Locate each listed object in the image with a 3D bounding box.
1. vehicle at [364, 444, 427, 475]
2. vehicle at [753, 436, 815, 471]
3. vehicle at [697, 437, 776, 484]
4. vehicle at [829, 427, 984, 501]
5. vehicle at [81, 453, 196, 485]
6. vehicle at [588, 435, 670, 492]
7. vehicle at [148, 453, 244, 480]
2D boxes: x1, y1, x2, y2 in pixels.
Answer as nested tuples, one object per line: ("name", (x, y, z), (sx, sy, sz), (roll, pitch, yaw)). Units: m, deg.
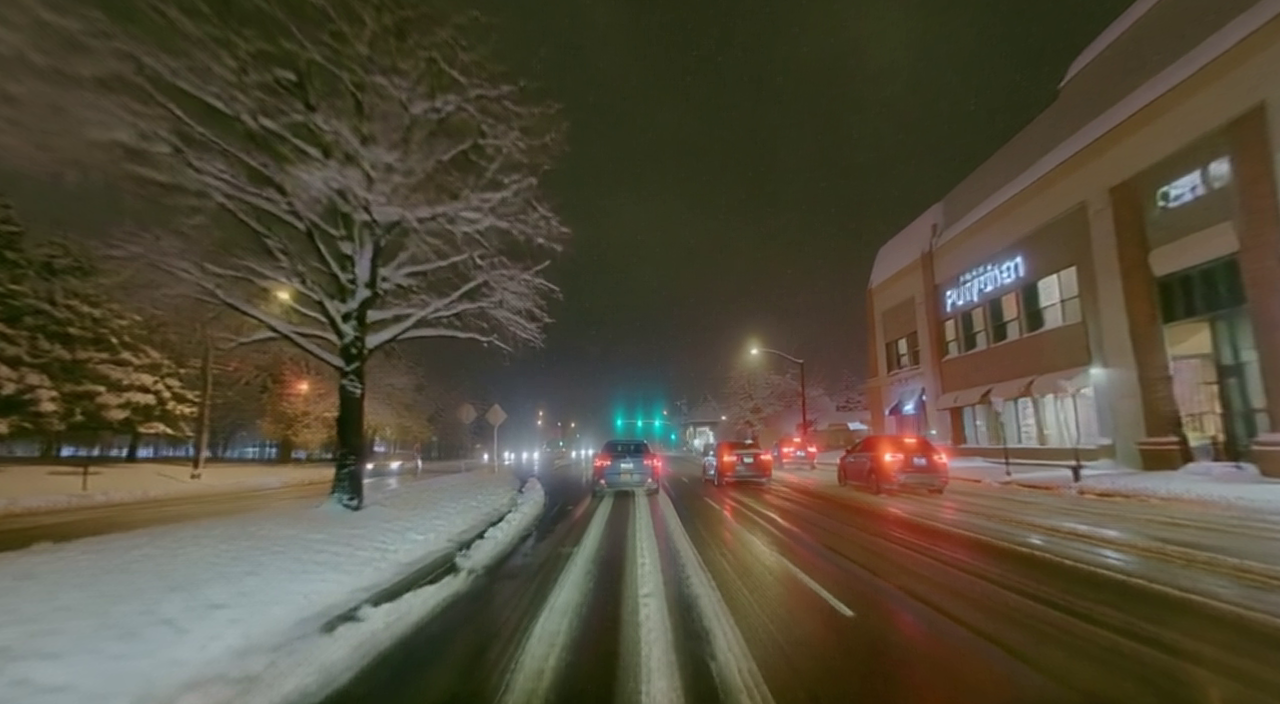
("vehicle", (-13.097, 5.766, 34.084), (1.934, 1.491, 3.684), (-1, -8, 0))
("vehicle", (7.261, 5.170, 32.333), (2.025, 1.666, 4.448), (0, -9, -2))
("vehicle", (3.312, 3.819, 22.537), (1.993, 1.477, 4.240), (0, -9, -2))
("vehicle", (7.016, 2.996, 17.341), (2.052, 1.708, 4.842), (0, -9, -1))
("vehicle", (-27.820, 6.491, 35.134), (4.640, 1.640, 2.026), (0, -9, 1))
("vehicle", (-0.380, 3.189, 18.444), (2.101, 1.444, 4.248), (0, -9, -2))
("vehicle", (-28.413, 7.342, 40.534), (4.576, 1.606, 2.063), (0, -9, 1))
